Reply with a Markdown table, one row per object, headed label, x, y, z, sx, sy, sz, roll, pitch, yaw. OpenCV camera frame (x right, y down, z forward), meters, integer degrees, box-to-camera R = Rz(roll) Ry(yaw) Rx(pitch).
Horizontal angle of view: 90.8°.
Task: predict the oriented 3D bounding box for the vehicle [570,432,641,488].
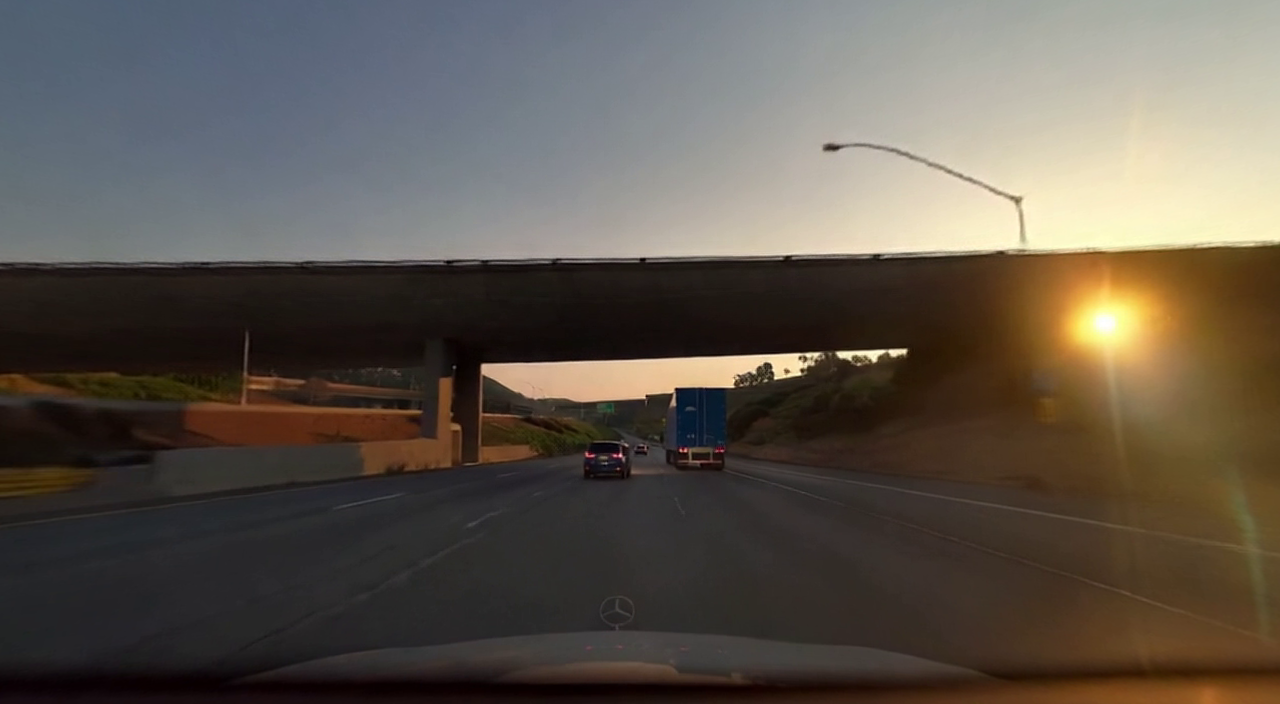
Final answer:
| label | x | y | z | sx | sy | sz | roll | pitch | yaw |
| --- | --- | --- | --- | --- | --- | --- | --- | --- | --- |
| vehicle | -1.046 | 3.674 | 21.784 | 2.077 | 1.716 | 4.514 | 0 | -9 | 1 |

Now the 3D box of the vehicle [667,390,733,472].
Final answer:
| label | x | y | z | sx | sy | sz | roll | pitch | yaw |
| --- | --- | --- | --- | --- | --- | --- | --- | --- | --- |
| vehicle | 3.216 | 4.672 | 36.504 | 2.964 | 4.063 | 10.072 | 0 | -9 | 1 |
